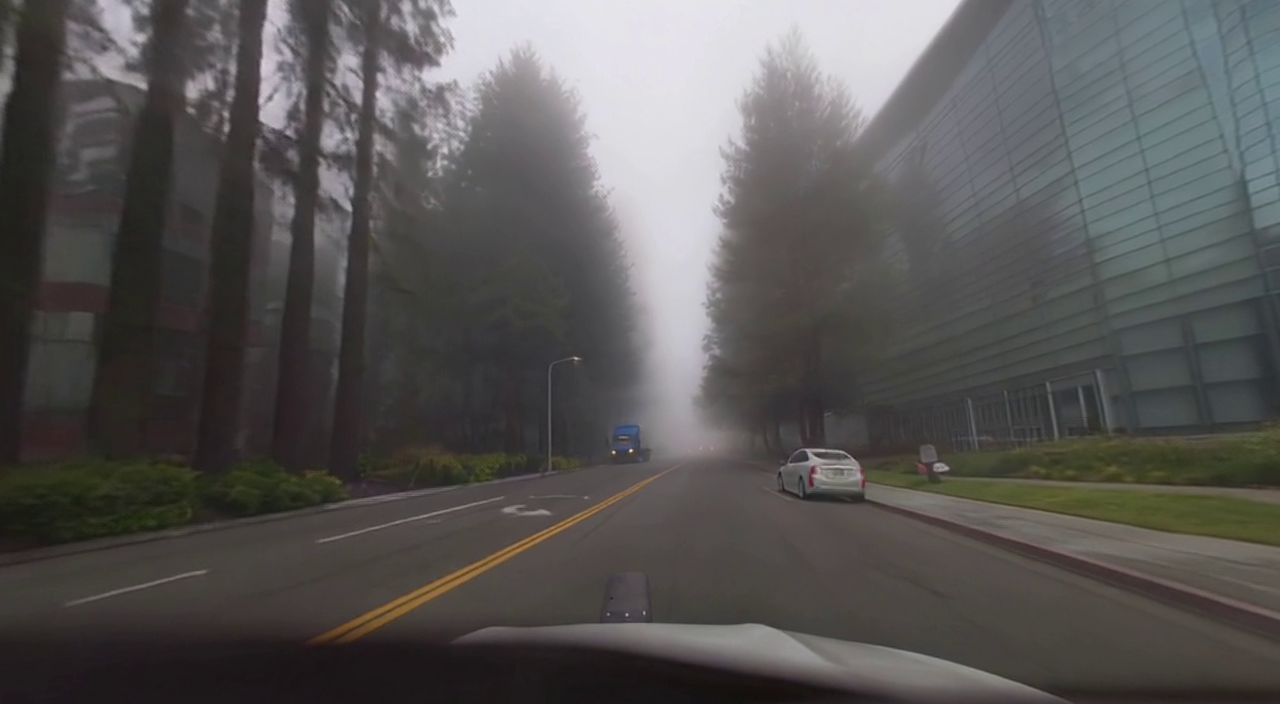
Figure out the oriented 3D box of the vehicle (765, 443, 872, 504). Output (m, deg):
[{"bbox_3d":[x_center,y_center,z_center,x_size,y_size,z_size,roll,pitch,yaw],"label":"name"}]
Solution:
[{"bbox_3d":[4.959,3.437,18.232,2.098,1.509,4.389,0,-9,4],"label":"vehicle"}]
